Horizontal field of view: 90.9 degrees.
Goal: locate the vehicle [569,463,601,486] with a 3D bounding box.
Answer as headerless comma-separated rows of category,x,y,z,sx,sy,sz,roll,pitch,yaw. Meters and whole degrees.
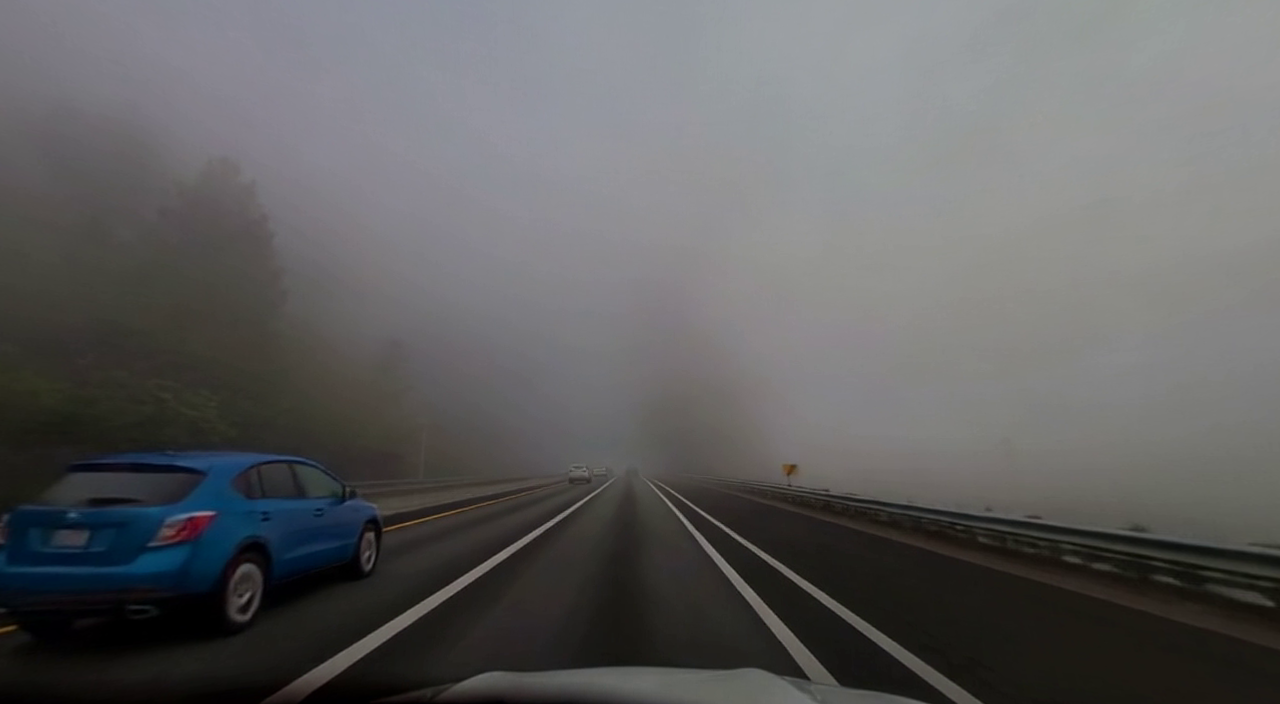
vehicle,-4.090,9.216,47.523,2.068,1.592,4.479,1,-10,0

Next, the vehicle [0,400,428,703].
vehicle,-3.784,1.507,5.609,2.123,1.666,4.709,1,-10,0
